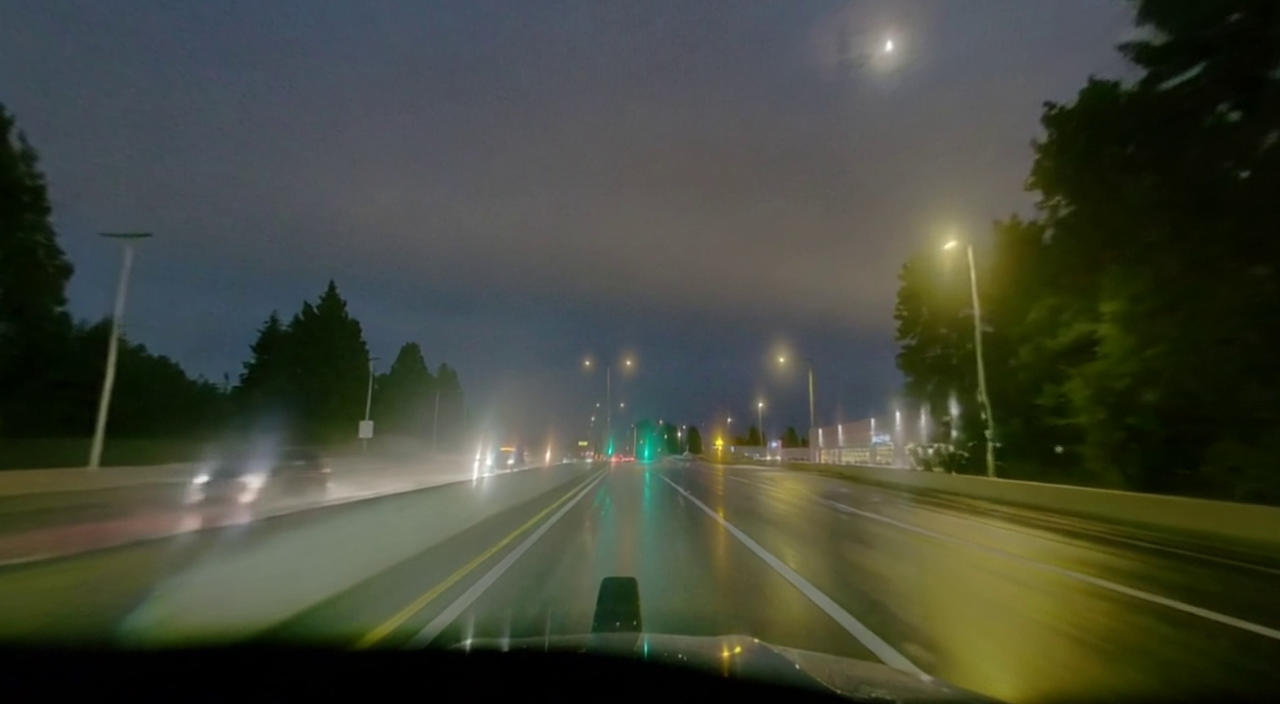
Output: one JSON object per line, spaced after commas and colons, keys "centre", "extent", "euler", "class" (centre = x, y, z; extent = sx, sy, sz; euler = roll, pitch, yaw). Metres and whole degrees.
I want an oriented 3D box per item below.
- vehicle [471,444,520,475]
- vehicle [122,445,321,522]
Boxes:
{"centre": [-9.246, 6.894, 40.489], "extent": [2.033, 1.845, 4.537], "euler": [0, -8, 0], "class": "vehicle"}
{"centre": [-9.197, 2.874, 14.249], "extent": [1.868, 1.477, 3.860], "euler": [0, -8, -1], "class": "vehicle"}
